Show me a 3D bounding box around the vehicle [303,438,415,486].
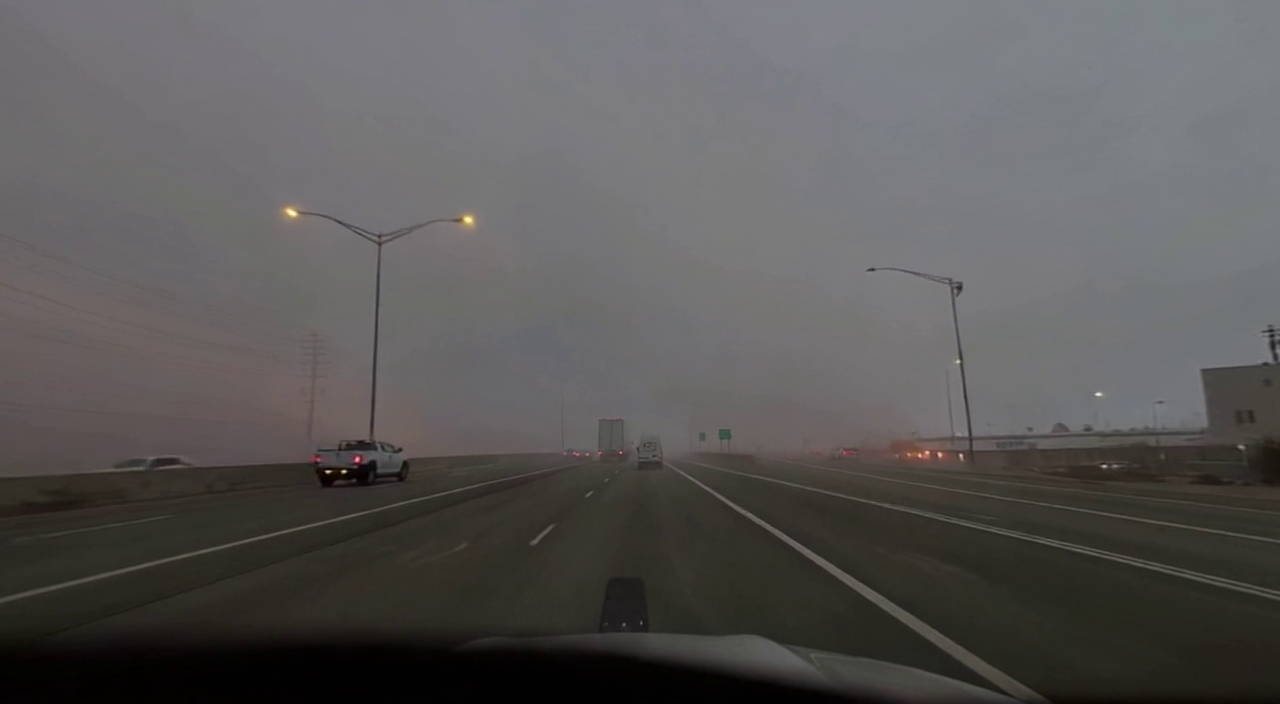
[{"bbox_3d":[-10.829,4.255,24.748,2.097,1.673,4.730,0,-8,2],"label":"vehicle"}]

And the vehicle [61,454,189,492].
[{"bbox_3d":[-23.813,5.576,29.454,1.994,1.532,4.674,0,-8,0],"label":"vehicle"}]

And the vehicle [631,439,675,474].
[{"bbox_3d":[0.709,5.837,35.503,2.279,1.837,4.747,0,-8,0],"label":"vehicle"}]
